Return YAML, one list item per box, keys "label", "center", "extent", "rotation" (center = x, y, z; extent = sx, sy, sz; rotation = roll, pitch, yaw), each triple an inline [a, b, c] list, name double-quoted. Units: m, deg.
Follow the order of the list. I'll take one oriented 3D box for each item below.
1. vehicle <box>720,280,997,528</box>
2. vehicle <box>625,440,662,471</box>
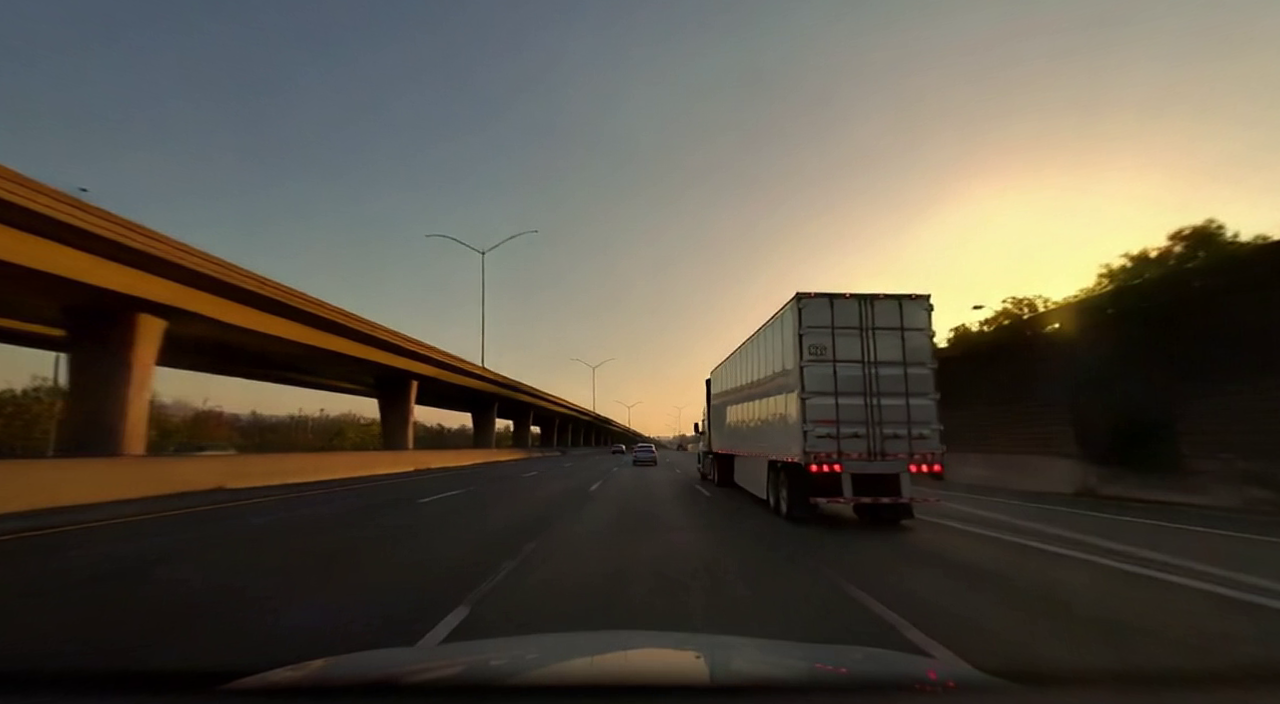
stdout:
- label: "vehicle"
  center: [4.168, 1.552, 15.363]
  extent: [2.964, 4.063, 10.072]
  rotation: [0, -9, -1]
- label: "vehicle"
  center: [0.227, 6.075, 37.348]
  extent: [2.077, 1.716, 4.514]
  rotation: [0, -9, 1]
